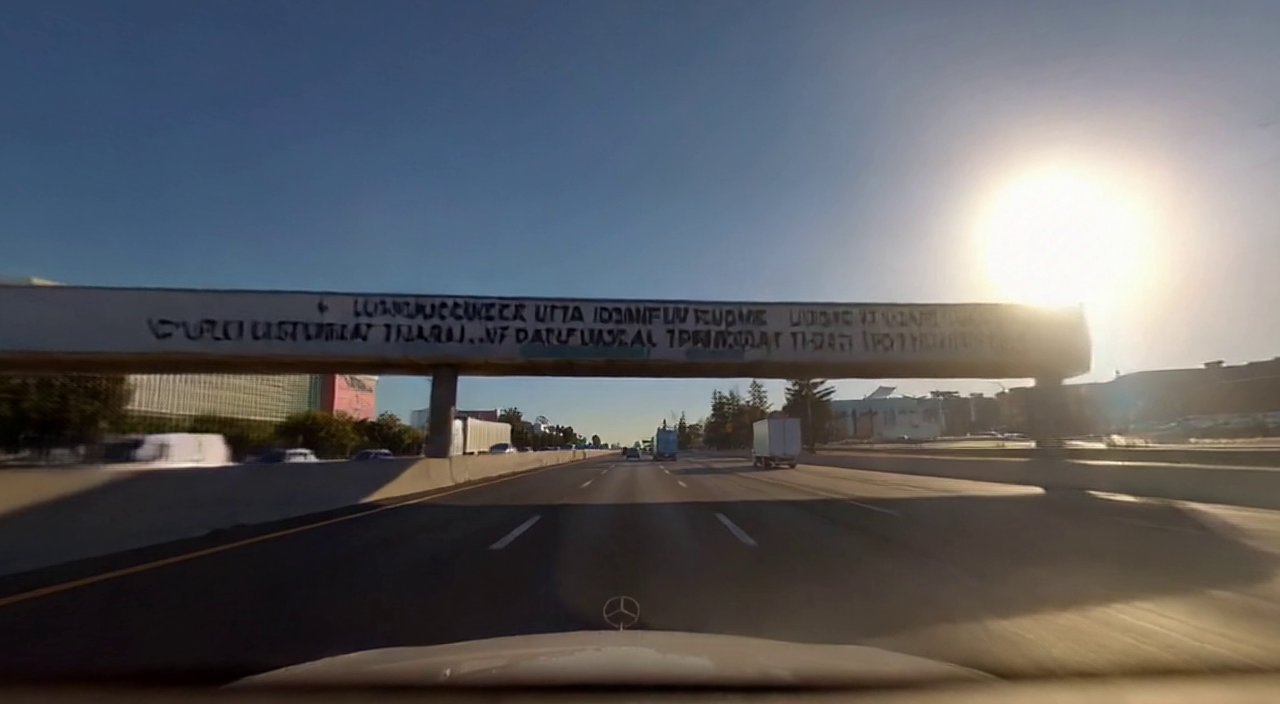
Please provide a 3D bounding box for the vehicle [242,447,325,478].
[{"bbox_3d":[-17.675,5.456,31.542,1.853,1.432,3.924,0,-9,-1],"label":"vehicle"}]

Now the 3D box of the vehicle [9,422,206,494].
[{"bbox_3d":[-13.767,2.775,16.678,1.807,1.667,3.770,0,-9,1],"label":"vehicle"}]

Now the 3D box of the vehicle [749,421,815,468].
[{"bbox_3d":[10.785,7.192,48.986,2.912,3.293,9.588,0,-9,0],"label":"vehicle"}]
